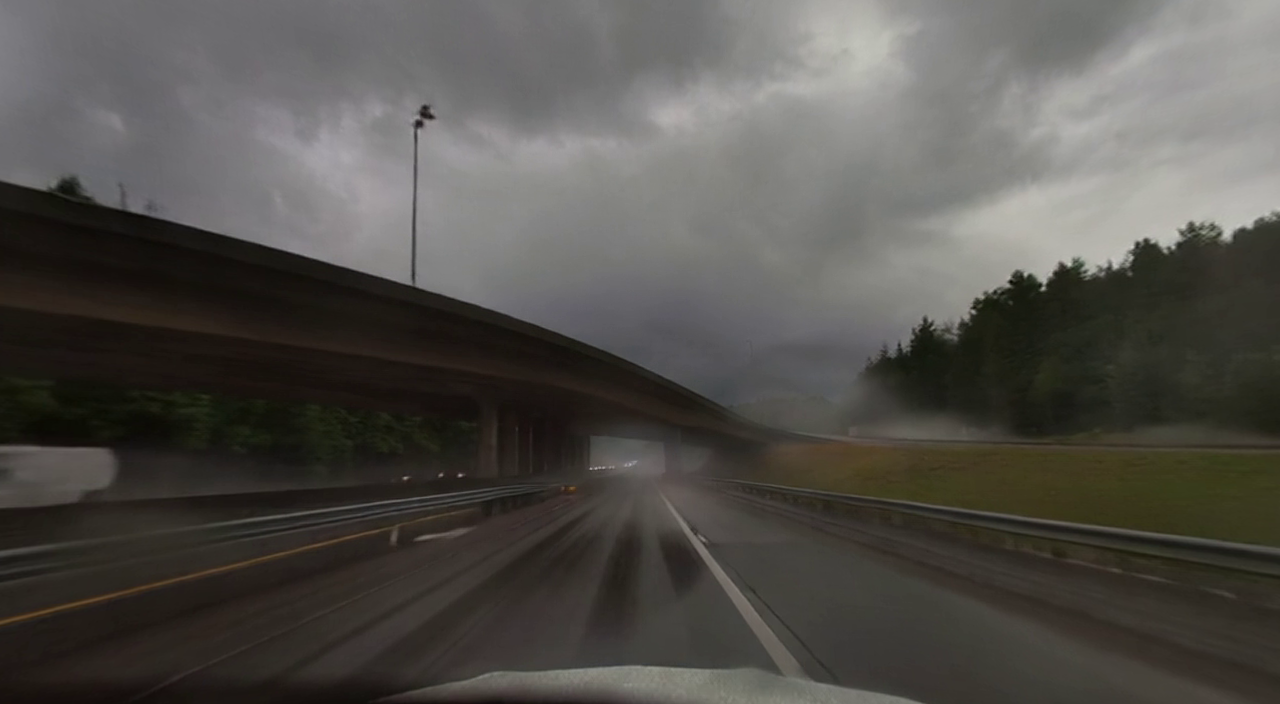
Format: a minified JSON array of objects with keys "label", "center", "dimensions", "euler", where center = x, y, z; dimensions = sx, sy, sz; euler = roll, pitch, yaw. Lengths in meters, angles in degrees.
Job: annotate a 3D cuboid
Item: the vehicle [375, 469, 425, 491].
[{"label":"vehicle","center":[-17.143,9.172,45.251],"dimensions":[1.877,1.446,4.240],"euler":[1,-10,0]}]
